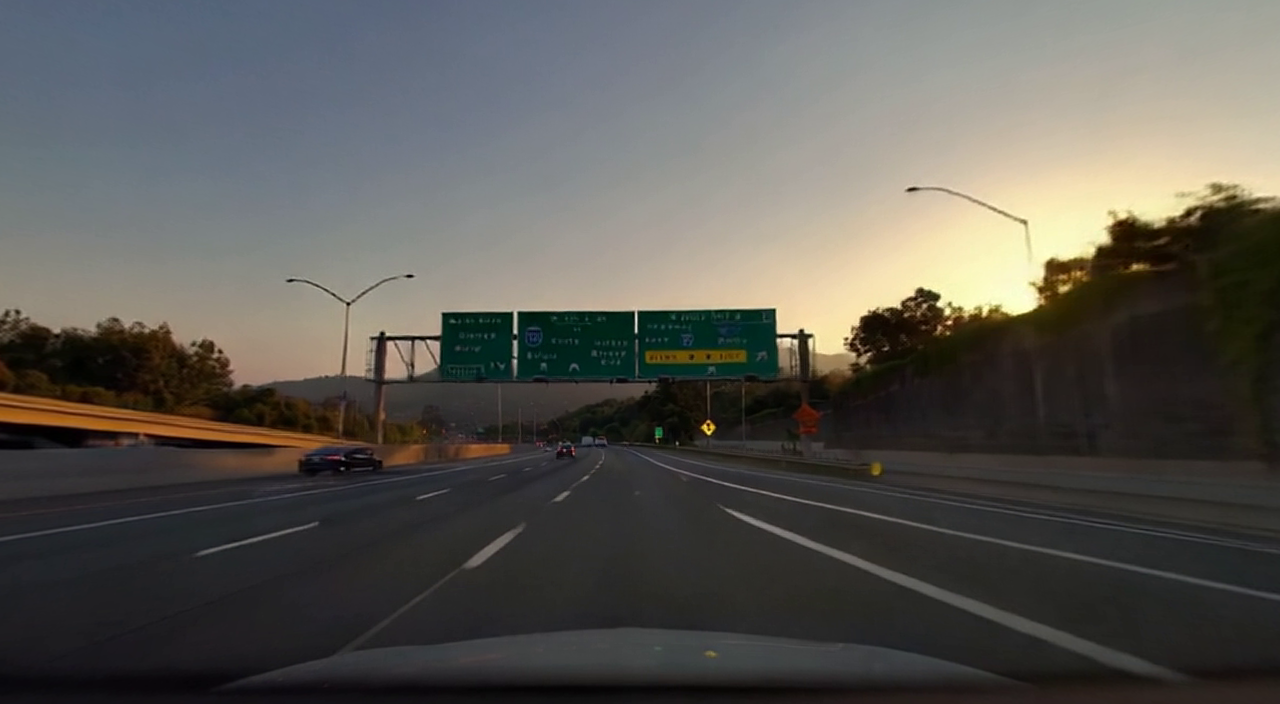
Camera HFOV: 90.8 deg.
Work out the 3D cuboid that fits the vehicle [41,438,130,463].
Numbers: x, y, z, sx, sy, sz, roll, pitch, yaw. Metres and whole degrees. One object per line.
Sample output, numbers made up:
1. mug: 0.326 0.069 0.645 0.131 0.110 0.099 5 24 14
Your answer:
1. vehicle: -33.688 5.992 38.544 1.826 1.434 4.032 0 -8 -2
